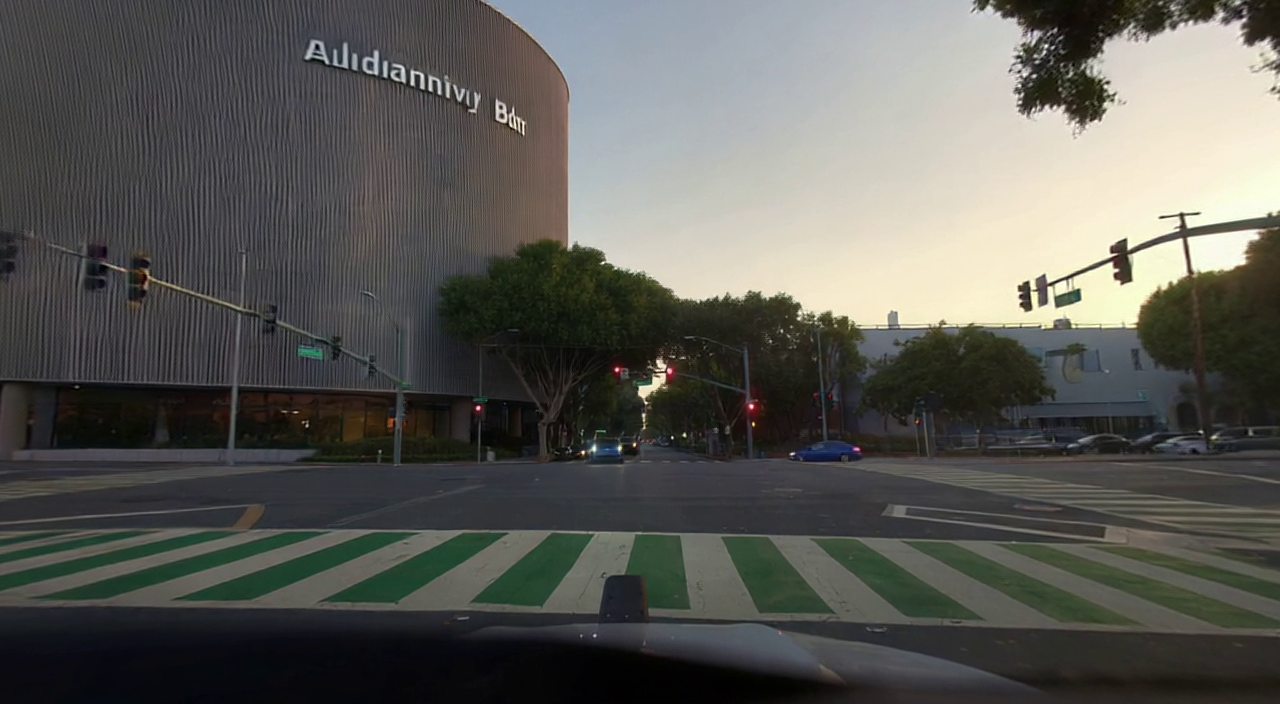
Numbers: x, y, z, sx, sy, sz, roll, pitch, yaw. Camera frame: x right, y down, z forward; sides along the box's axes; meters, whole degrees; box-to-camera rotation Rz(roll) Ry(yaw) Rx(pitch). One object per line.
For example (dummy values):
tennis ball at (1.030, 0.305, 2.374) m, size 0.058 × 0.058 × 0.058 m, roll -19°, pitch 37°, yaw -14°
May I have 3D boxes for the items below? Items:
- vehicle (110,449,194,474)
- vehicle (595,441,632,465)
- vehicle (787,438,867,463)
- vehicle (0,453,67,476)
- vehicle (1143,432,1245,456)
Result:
vehicle at (-33.074, 7.408, 42.759) m, size 4.136 × 1.661 × 1.857 m, roll 0°, pitch -8°, yaw 1°
vehicle at (-1.835, 6.644, 41.753) m, size 2.280 × 1.454 × 4.836 m, roll 1°, pitch -8°, yaw -4°
vehicle at (11.659, 6.174, 39.548) m, size 4.529 × 1.457 × 1.981 m, roll -2°, pitch -9°, yaw 9°
vehicle at (-41.645, 7.634, 42.771) m, size 3.698 × 1.467 × 1.779 m, roll 0°, pitch -8°, yaw 1°
vehicle at (36.150, 6.020, 41.200) m, size 4.767 × 1.456 × 1.858 m, roll 0°, pitch -8°, yaw 2°
